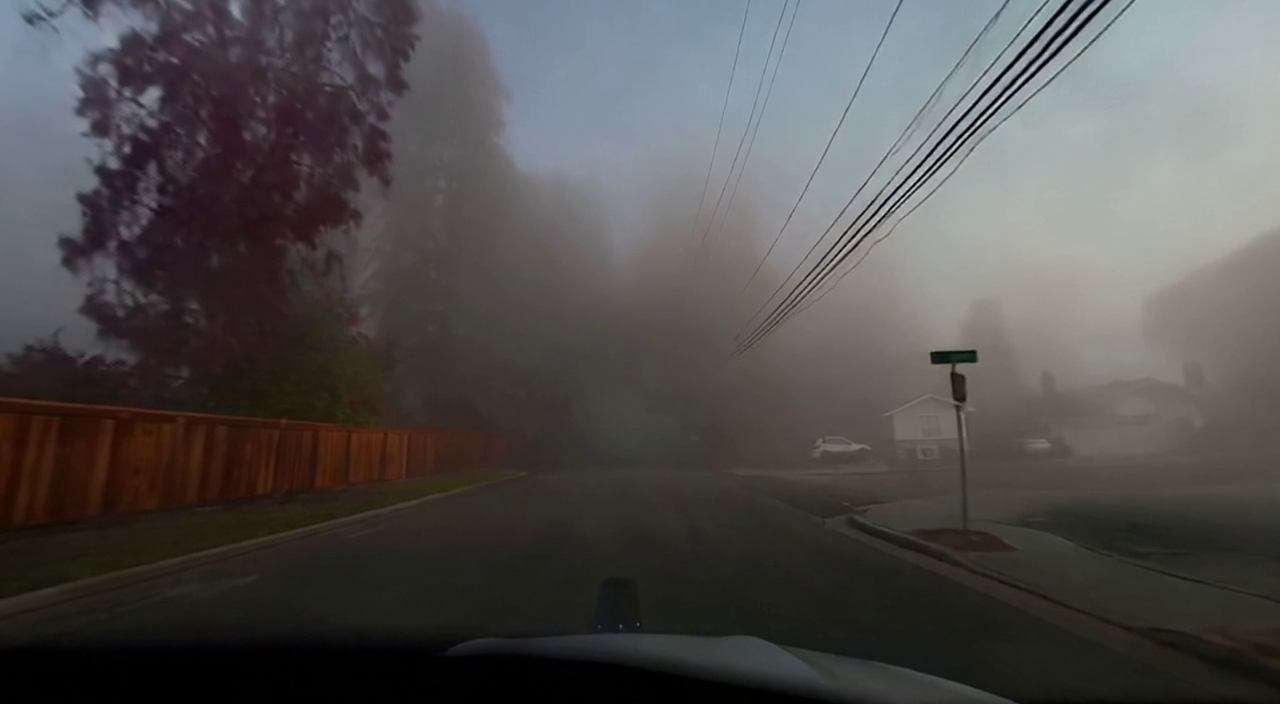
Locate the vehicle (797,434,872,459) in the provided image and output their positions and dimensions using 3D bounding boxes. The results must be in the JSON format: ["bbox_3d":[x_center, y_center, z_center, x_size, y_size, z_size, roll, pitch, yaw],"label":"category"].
[{"bbox_3d":[12.425,6.108,40.666,4.286,1.525,2.219,-2,-9,10],"label":"vehicle"}]
